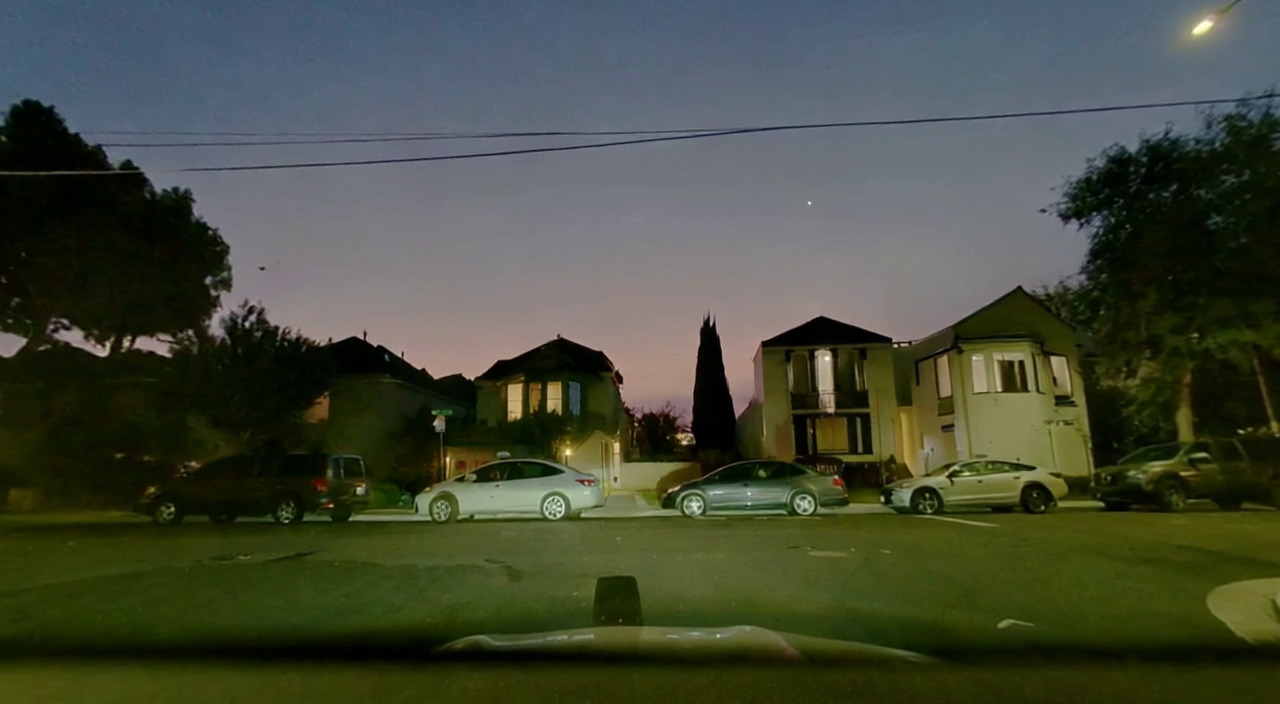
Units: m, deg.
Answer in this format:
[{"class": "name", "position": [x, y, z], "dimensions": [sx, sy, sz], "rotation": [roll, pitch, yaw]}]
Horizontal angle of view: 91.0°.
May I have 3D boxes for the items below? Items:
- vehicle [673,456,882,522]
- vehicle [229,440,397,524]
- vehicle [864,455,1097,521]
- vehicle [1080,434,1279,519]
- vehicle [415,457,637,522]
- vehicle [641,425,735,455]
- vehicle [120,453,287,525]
[{"class": "vehicle", "position": [3.180, 3.277, 15.303], "dimensions": [4.663, 1.452, 1.801], "rotation": [0, -9, 0]}, {"class": "vehicle", "position": [-8.640, 3.423, 17.252], "dimensions": [2.046, 1.969, 4.585], "rotation": [0, -8, 1]}, {"class": "vehicle", "position": [8.321, 3.320, 15.647], "dimensions": [4.785, 1.471, 1.798], "rotation": [0, -9, -4]}, {"class": "vehicle", "position": [14.492, 3.113, 16.160], "dimensions": [4.513, 1.970, 2.512], "rotation": [0, -9, -4]}, {"class": "vehicle", "position": [-2.611, 3.309, 15.390], "dimensions": [5.075, 1.436, 1.863], "rotation": [0, -9, 0]}, {"class": "vehicle", "position": [2.347, 4.424, 31.638], "dimensions": [4.565, 1.479, 1.775], "rotation": [0, -9, -2]}, {"class": "vehicle", "position": [-11.631, 3.627, 17.180], "dimensions": [1.827, 1.648, 4.030], "rotation": [1, -9, -4]}]
